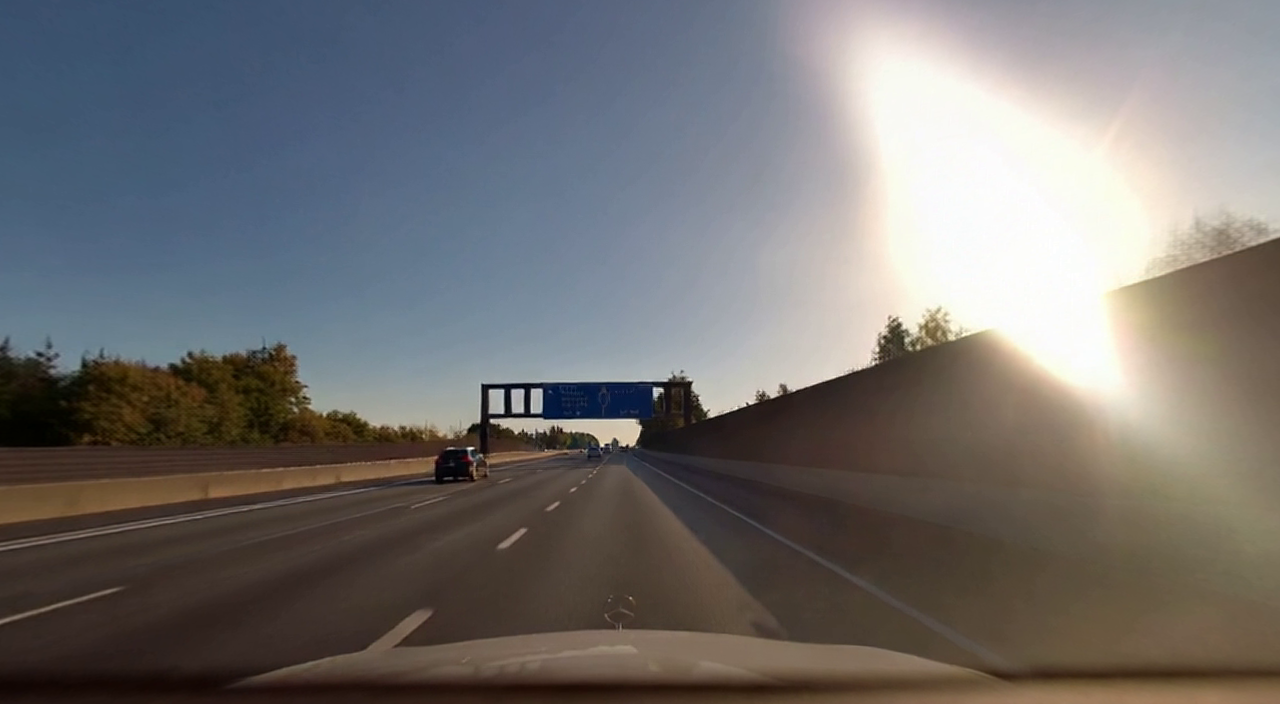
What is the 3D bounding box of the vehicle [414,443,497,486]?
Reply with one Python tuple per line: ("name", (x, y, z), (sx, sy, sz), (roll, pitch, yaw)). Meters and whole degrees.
("vehicle", (-7.384, 4.543, 25.724), (2.098, 1.606, 4.227), (0, -9, 0))
